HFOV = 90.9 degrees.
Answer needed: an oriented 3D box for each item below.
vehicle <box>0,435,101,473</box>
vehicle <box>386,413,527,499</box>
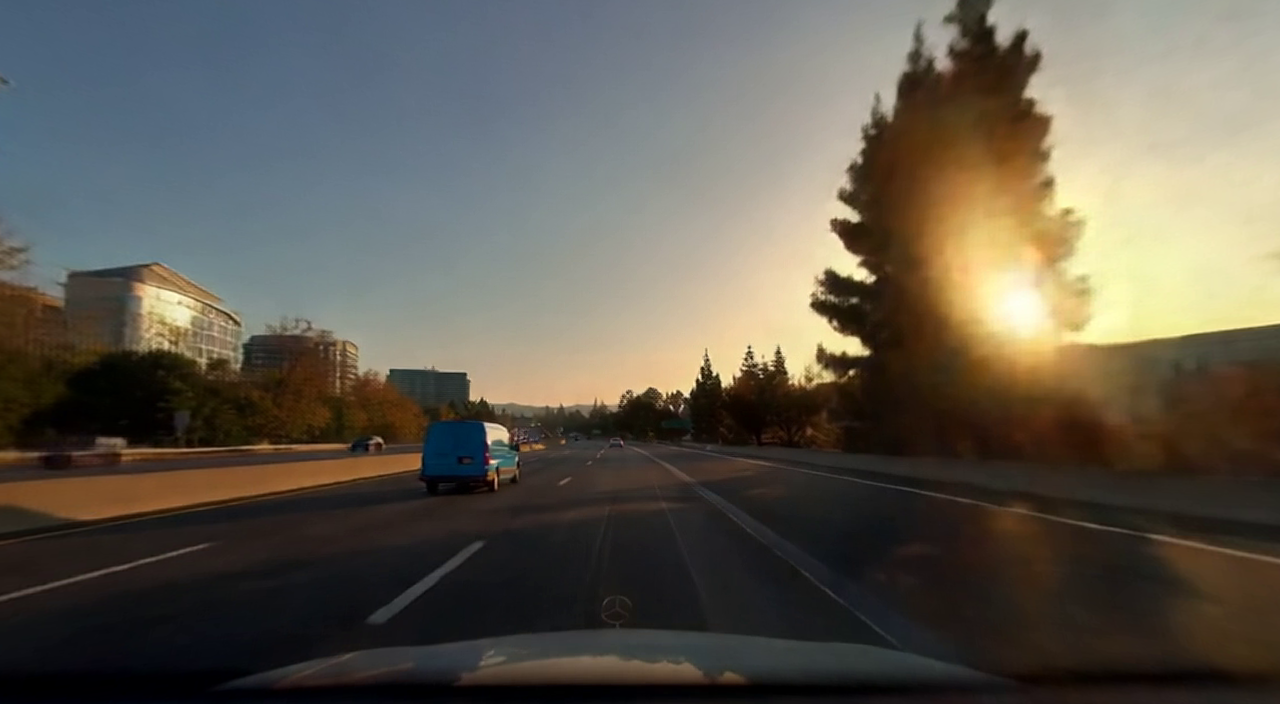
[{"bbox_3d":[-25.977,4.279,26.903,2.005,1.467,4.532,0,-8,-2],"label":"vehicle"},{"bbox_3d":[-4.344,2.535,15.870,2.219,1.827,4.738,0,-8,-1],"label":"vehicle"}]
